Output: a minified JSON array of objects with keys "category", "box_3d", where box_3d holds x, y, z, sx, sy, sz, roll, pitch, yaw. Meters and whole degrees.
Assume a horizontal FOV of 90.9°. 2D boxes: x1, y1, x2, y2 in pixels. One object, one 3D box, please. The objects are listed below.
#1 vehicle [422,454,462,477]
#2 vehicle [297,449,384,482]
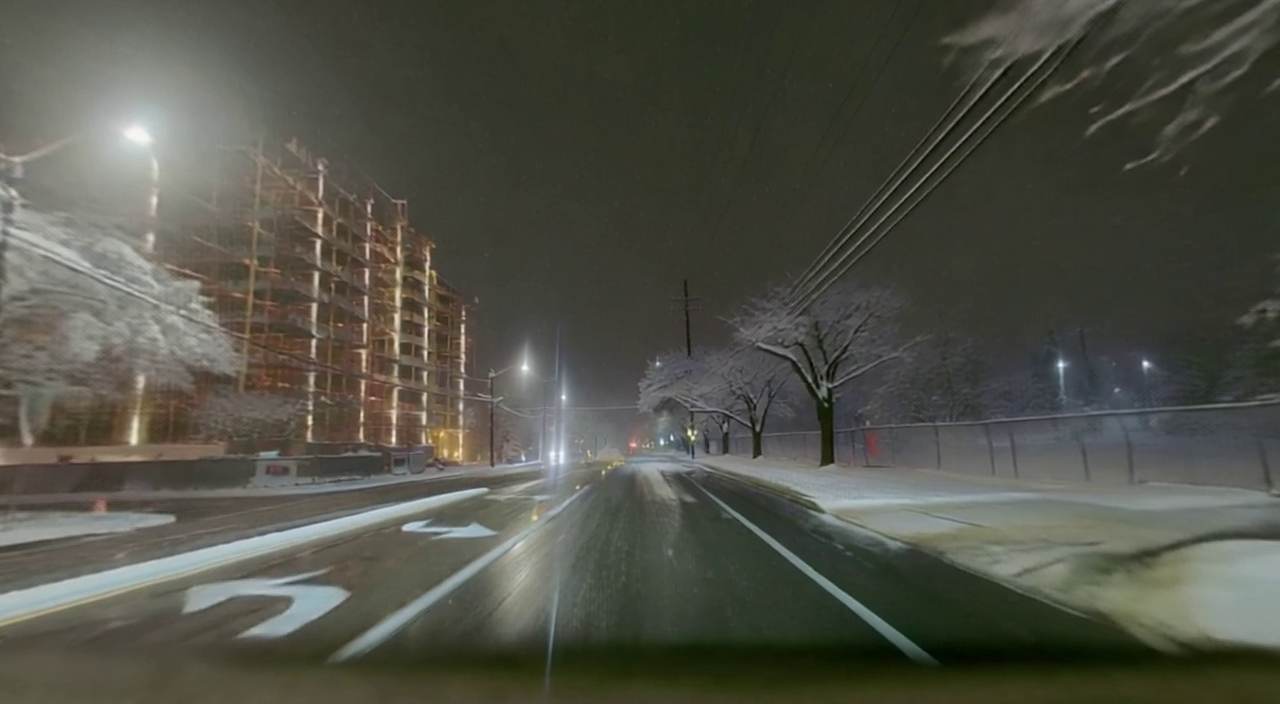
[{"category":"vehicle","box_3d":[-15.423,8.744,48.931,2.002,1.683,4.664,5,-11,-28]},{"category":"vehicle","box_3d":[-20.091,7.634,42.426,4.712,1.927,2.237,-3,-10,0]}]
